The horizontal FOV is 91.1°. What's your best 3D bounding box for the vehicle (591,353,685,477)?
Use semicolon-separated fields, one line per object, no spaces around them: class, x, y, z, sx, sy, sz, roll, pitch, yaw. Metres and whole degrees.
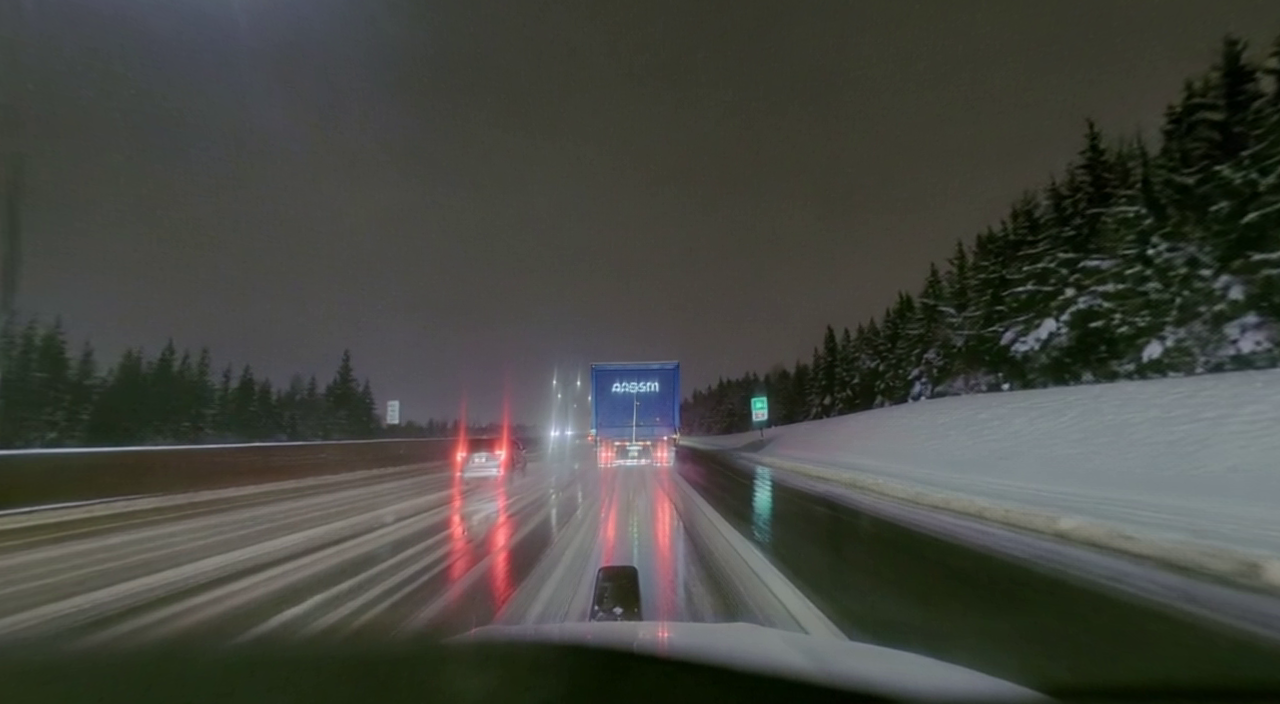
vehicle;-0.214;2.789;26.299;3.118;4.106;10.719;0;-8;-2

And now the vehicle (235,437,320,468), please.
vehicle;-19.590;5.419;34.217;1.923;1.506;4.408;0;-8;1

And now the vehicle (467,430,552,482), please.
vehicle;-4.094;3.309;20.383;1.933;1.492;3.838;0;-8;0

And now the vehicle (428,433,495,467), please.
vehicle;-8.603;4.745;30.795;1.976;1.510;4.604;0;-8;-1

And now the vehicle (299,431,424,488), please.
vehicle;-8.131;3.136;18.821;1.943;1.500;4.011;0;-8;-1
